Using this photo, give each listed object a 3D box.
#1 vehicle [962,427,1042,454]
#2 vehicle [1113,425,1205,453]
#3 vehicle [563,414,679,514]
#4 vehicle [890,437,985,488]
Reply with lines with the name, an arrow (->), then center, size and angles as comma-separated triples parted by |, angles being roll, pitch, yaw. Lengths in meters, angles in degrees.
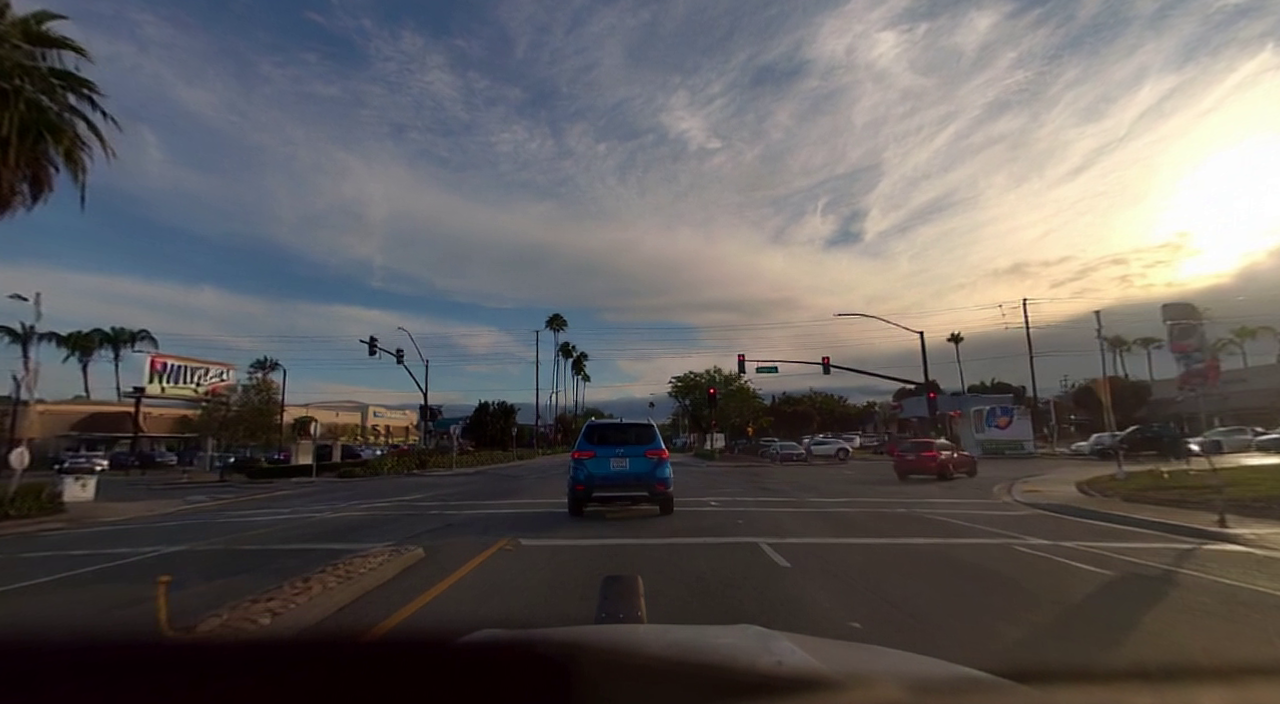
vehicle -> 25.294, 6.190, 44.205 | 4.641, 1.778, 1.958 | -6, -10, 33
vehicle -> 32.305, 5.444, 39.485 | 4.167, 1.655, 1.841 | -5, -10, 32
vehicle -> -0.312, 2.545, 14.812 | 2.263, 1.932, 4.709 | 0, -8, 2
vehicle -> 10.592, 3.831, 22.316 | 2.086, 1.560, 4.542 | -6, -10, 36
